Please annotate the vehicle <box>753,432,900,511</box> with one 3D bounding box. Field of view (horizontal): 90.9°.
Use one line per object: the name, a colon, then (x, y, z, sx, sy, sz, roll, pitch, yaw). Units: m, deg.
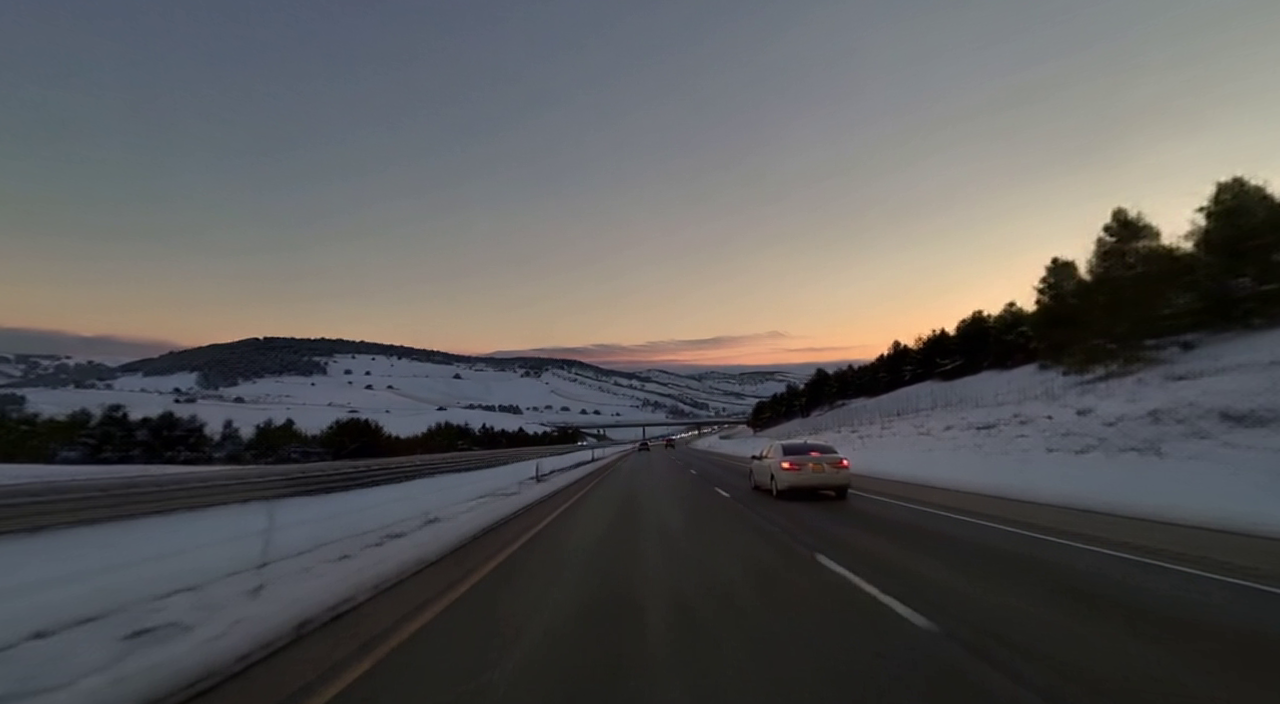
vehicle: (4.036, 2.658, 14.593, 1.960, 1.516, 4.657, 0, -8, 0)
